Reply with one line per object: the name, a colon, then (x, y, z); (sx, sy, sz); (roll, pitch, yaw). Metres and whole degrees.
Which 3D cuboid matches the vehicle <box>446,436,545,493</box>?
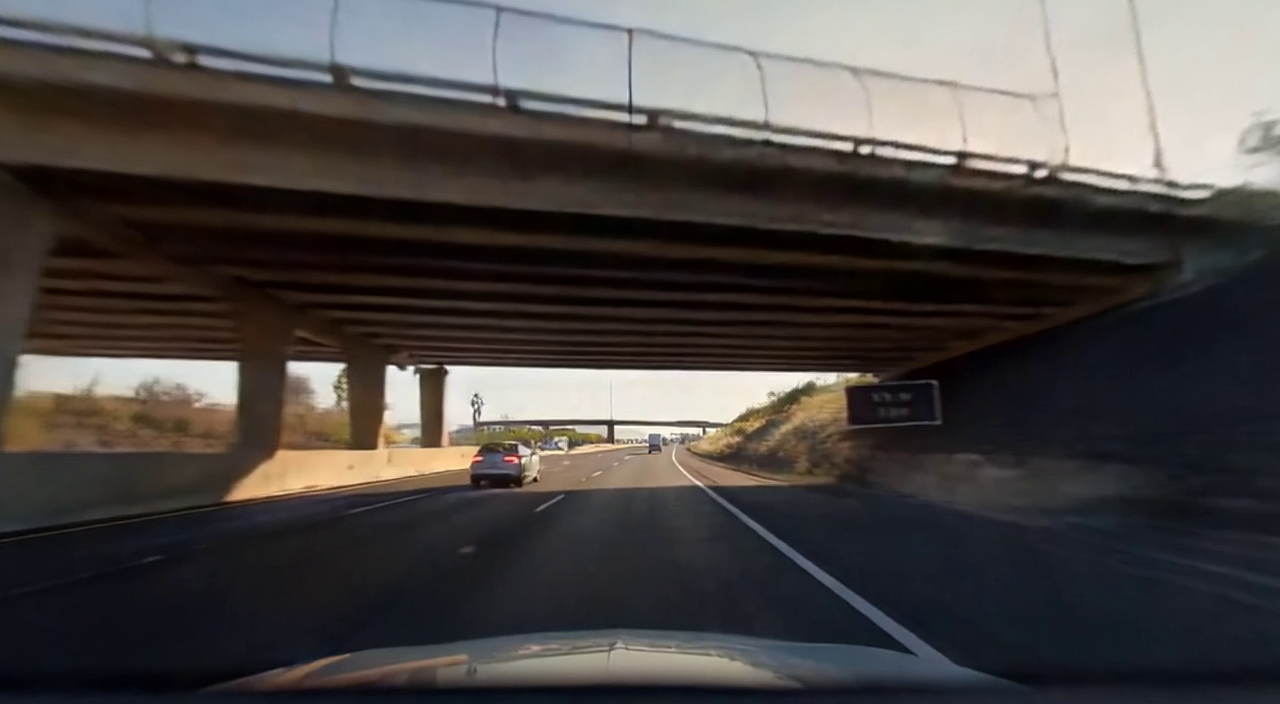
vehicle: (-4.373, 3.497, 19.832); (1.961, 1.540, 4.487); (-1, -9, 2)
